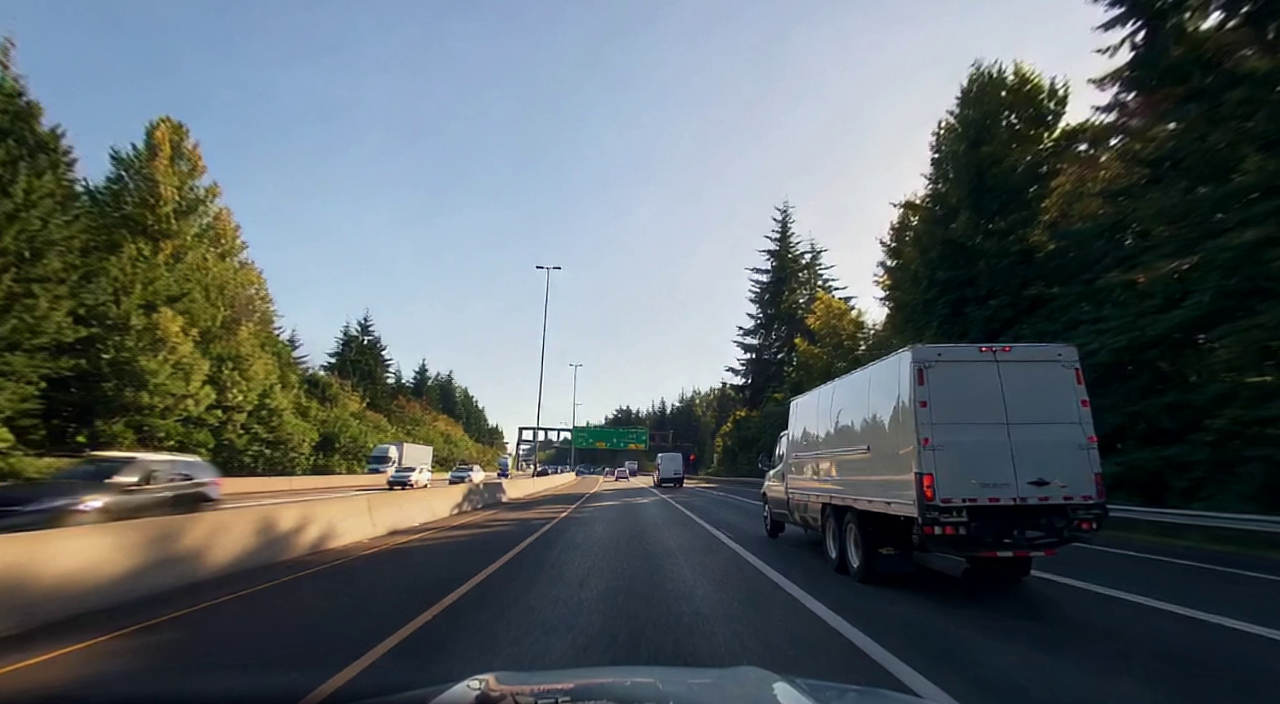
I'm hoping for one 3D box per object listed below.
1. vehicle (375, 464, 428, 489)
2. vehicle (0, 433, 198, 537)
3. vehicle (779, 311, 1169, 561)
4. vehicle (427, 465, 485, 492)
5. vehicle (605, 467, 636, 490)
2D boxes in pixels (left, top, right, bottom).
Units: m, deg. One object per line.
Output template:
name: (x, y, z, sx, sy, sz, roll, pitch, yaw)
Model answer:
vehicle: (-14.626, 7.664, 38.763, 1.843, 1.455, 3.763, 1, -10, -1)
vehicle: (-10.876, 2.401, 11.650, 2.007, 1.564, 4.585, 1, -10, 0)
vehicle: (7.037, 2.623, 17.540, 2.866, 4.102, 14.351, 1, -10, -1)
vehicle: (-11.146, 7.690, 38.503, 2.184, 1.496, 4.687, 1, -10, -1)
vehicle: (-1.403, 8.953, 44.657, 2.106, 1.524, 4.381, 1, -10, -2)
